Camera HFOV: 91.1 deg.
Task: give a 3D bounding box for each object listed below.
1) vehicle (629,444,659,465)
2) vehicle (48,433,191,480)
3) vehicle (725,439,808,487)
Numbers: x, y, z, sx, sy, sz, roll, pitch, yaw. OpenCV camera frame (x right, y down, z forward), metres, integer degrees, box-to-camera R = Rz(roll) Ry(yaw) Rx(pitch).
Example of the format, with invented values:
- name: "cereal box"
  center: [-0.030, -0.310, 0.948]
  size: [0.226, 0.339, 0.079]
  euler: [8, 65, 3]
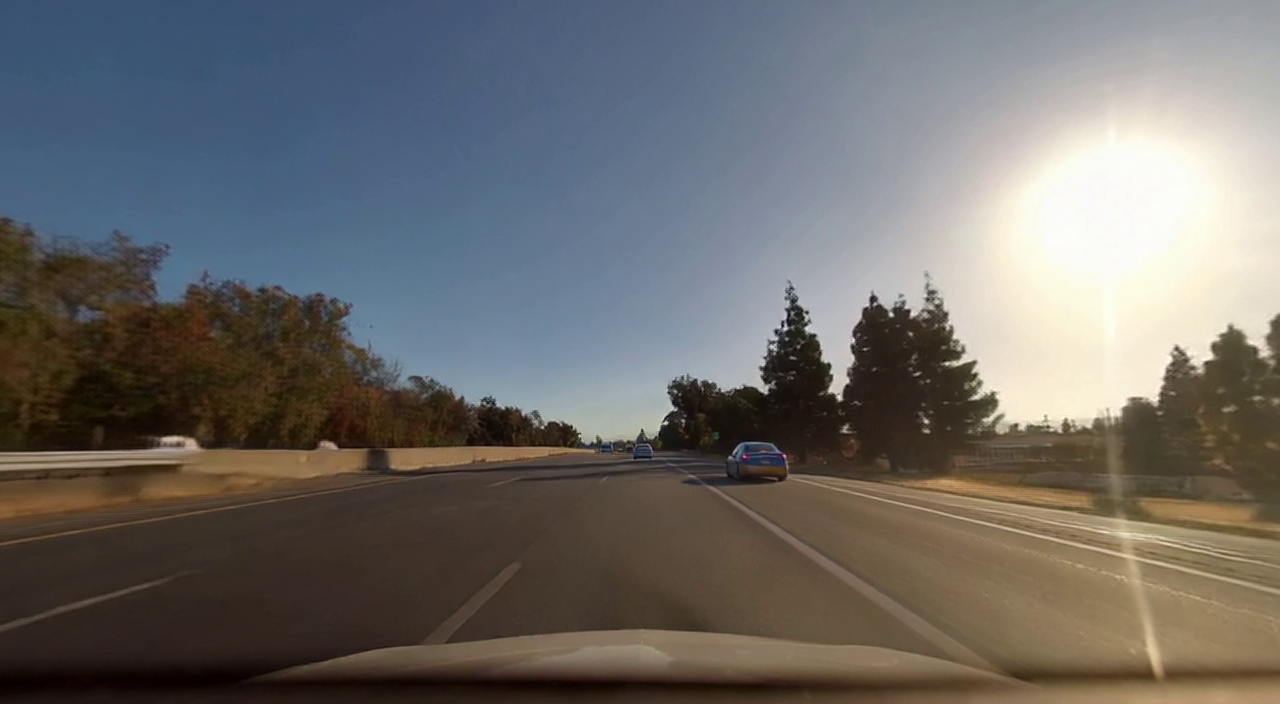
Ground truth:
- name: "vehicle"
  center: [0.265, 7.402, 45.665]
  size: [2.052, 1.449, 3.857]
  euler: [0, -8, 0]
- name: "vehicle"
  center: [-21.043, 4.242, 25.698]
  size: [1.923, 1.736, 4.547]
  euler: [0, -8, 0]
- name: "vehicle"
  center: [4.385, 3.920, 22.541]
  size: [2.008, 1.524, 4.598]
  euler: [0, -8, 0]
